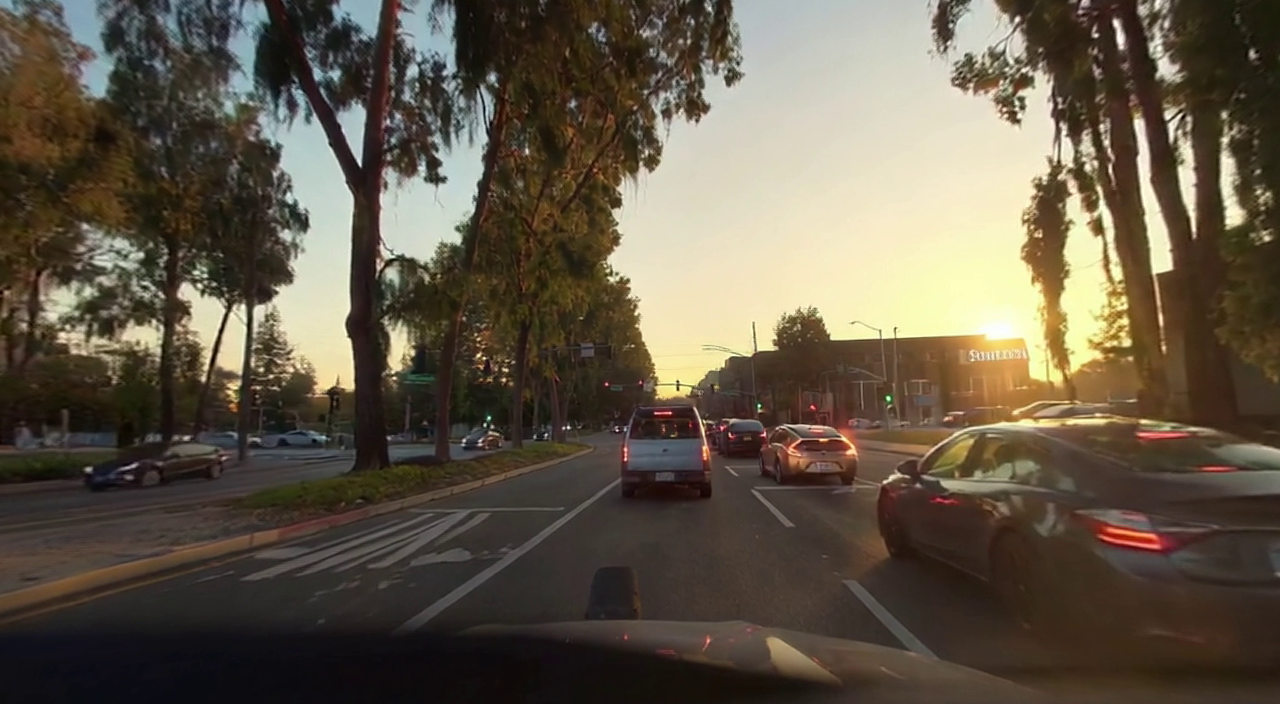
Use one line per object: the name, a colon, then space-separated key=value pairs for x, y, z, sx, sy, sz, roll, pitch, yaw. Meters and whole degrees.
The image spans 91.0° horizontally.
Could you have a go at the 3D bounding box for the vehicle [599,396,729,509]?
vehicle: x=0.601 y=2.030 z=12.915 sx=2.188 sy=1.892 sz=4.488 roll=-1 pitch=-9 yaw=5

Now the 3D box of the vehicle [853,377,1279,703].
vehicle: x=3.349 y=1.197 z=5.031 sx=2.109 sy=1.500 sz=4.585 roll=-1 pitch=-9 yaw=6

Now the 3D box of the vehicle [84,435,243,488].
vehicle: x=-17.020 y=3.904 z=22.808 sx=1.950 sy=1.713 sz=4.406 roll=-1 pitch=-9 yaw=7

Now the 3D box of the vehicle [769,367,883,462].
vehicle: x=8.567 y=3.229 z=30.428 sx=2.965 sy=3.900 sz=9.064 roll=0 pitch=-9 yaw=2

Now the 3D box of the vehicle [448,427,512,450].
vehicle: x=-12.362 y=6.764 z=48.836 sx=2.018 sy=1.715 sz=4.451 roll=-7 pitch=-11 yaw=37

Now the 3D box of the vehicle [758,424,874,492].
vehicle: x=4.174 y=2.606 z=15.668 sx=1.862 sy=1.451 sz=4.083 roll=0 pitch=-9 yaw=2
